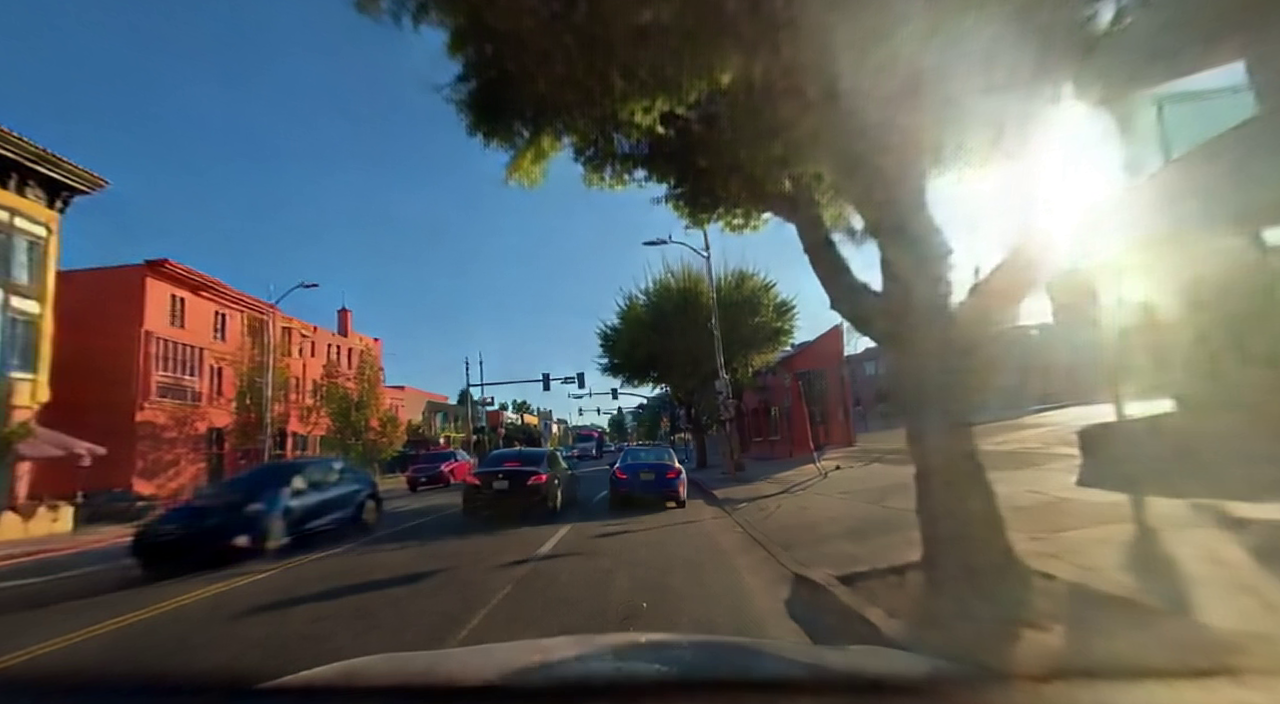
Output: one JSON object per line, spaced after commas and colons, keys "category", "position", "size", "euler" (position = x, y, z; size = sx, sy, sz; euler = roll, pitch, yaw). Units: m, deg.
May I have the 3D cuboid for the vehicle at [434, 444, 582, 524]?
{"category": "vehicle", "position": [-2.604, 2.738, 13.819], "size": [2.099, 1.424, 4.843], "euler": [0, -8, 1]}

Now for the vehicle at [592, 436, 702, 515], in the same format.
{"category": "vehicle", "position": [0.144, 2.629, 13.949], "size": [2.094, 1.478, 3.922], "euler": [0, -8, 0]}

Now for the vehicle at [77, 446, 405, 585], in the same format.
{"category": "vehicle", "position": [-5.505, 2.248, 9.691], "size": [1.918, 1.475, 4.750], "euler": [-3, -8, 1]}
